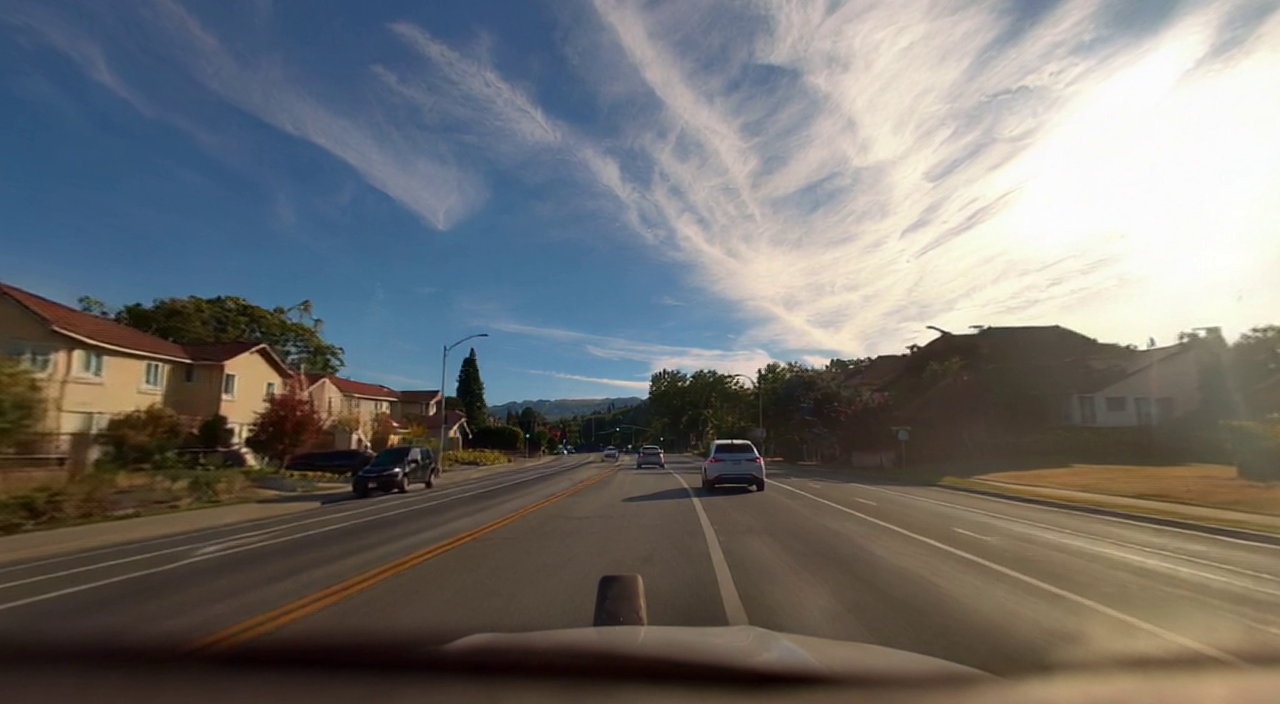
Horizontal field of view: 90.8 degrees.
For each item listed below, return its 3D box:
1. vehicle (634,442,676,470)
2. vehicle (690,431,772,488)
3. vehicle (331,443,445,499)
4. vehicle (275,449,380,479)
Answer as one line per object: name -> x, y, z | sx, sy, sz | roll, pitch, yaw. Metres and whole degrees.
vehicle -> 0.772, 5.816, 35.408 | 2.196, 1.449, 4.006 | 0, -9, -1
vehicle -> 3.017, 3.686, 22.006 | 2.200, 1.763, 4.676 | 0, -9, 1
vehicle -> -9.023, 4.258, 23.091 | 2.188, 1.813, 4.478 | 0, -9, 2
vehicle -> -16.391, 5.880, 33.279 | 4.514, 1.523, 1.860 | 0, -9, 2
